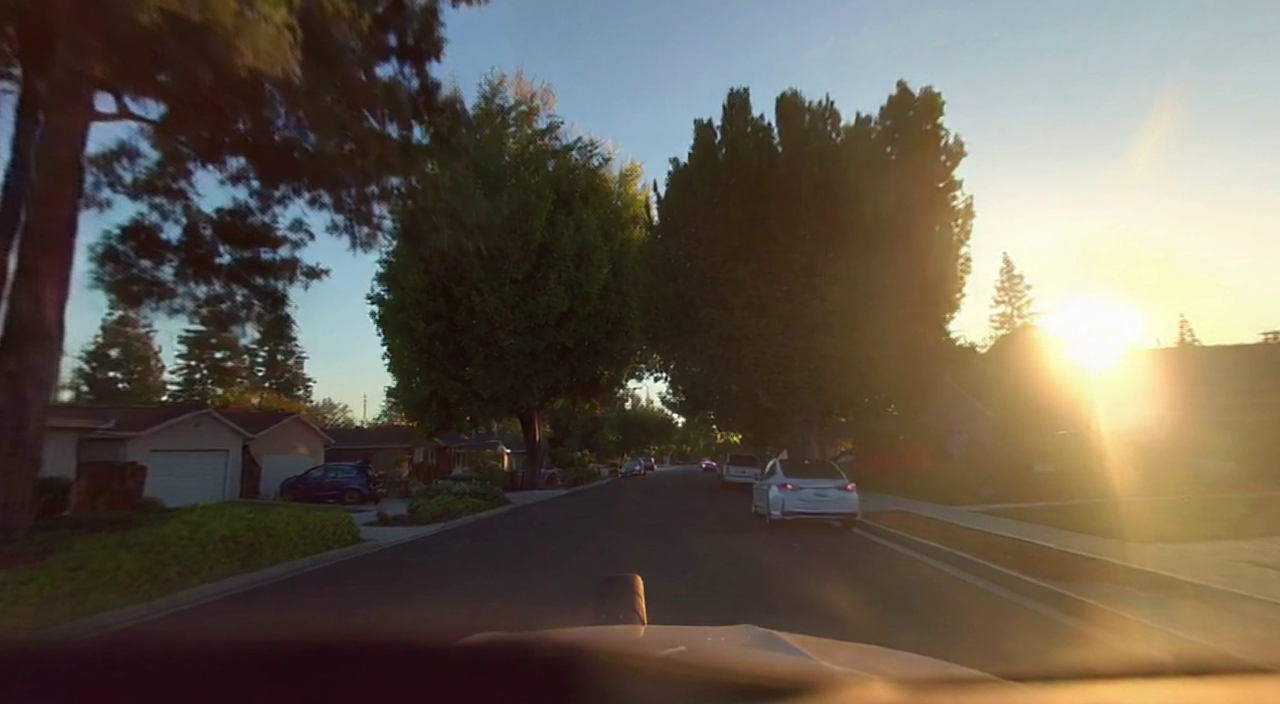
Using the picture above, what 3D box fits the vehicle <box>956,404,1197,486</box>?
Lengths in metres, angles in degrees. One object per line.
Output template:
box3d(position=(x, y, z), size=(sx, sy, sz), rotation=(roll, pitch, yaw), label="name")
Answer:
box3d(position=(11.707, 2.607, 17.350), size=(4.861, 1.911, 2.181), rotation=(1, -13, 6), label="vehicle")

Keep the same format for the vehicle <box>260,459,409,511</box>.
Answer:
box3d(position=(-11.283, 4.904, 23.551), size=(4.511, 1.809, 2.018), rotation=(-1, -10, 5), label="vehicle")

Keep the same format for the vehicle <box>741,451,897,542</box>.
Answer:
box3d(position=(3.395, 2.830, 13.058), size=(2.009, 1.506, 4.698), rotation=(0, -9, 2), label="vehicle")
